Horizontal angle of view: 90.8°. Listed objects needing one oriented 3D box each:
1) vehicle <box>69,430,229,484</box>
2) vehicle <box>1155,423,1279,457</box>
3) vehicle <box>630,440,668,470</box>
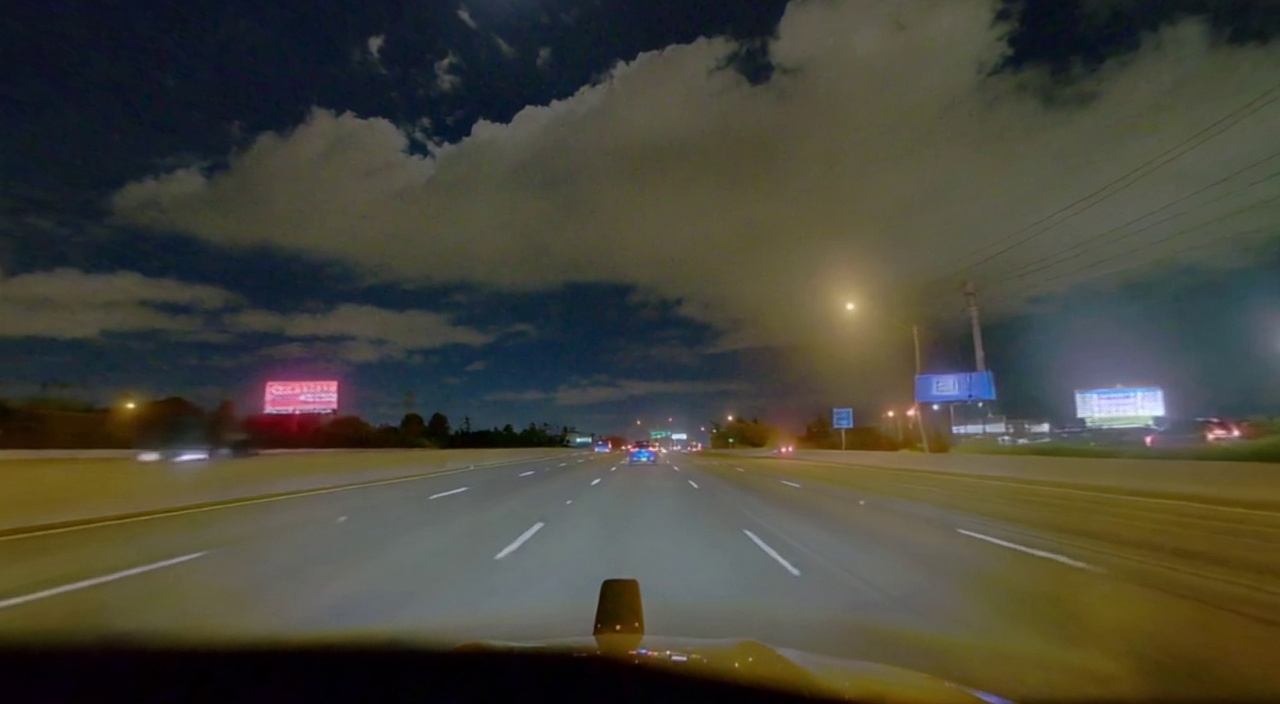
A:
[{"bbox_3d":[-15.633,3.362,20.429,1.895,1.554,3.965,-1,-8,1],"label":"vehicle"},{"bbox_3d":[27.794,4.237,30.210,2.072,1.495,4.732,0,-8,-4],"label":"vehicle"},{"bbox_3d":[0.533,5.883,36.209,2.074,1.574,3.971,0,-8,1],"label":"vehicle"}]
